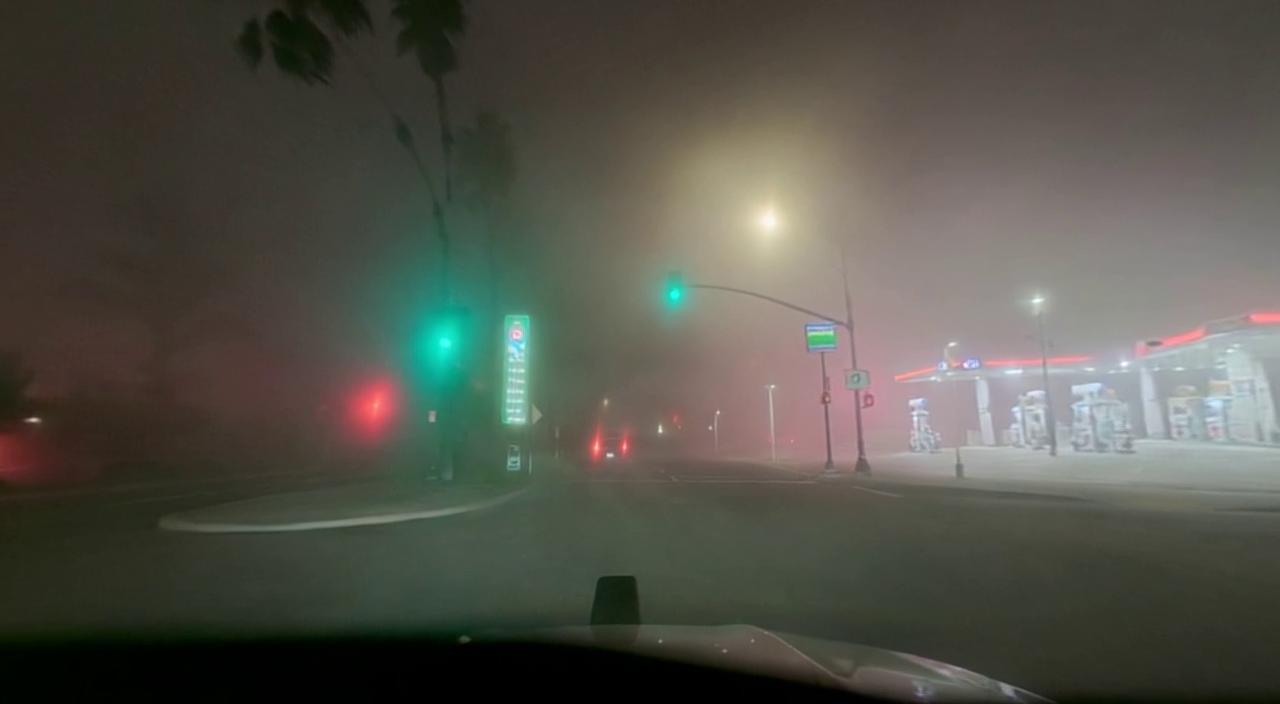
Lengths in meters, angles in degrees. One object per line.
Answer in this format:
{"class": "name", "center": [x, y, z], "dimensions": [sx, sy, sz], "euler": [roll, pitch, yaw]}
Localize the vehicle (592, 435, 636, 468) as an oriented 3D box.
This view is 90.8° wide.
{"class": "vehicle", "center": [-1.326, 5.081, 32.257], "dimensions": [2.073, 1.525, 4.809], "euler": [0, -9, -3]}
